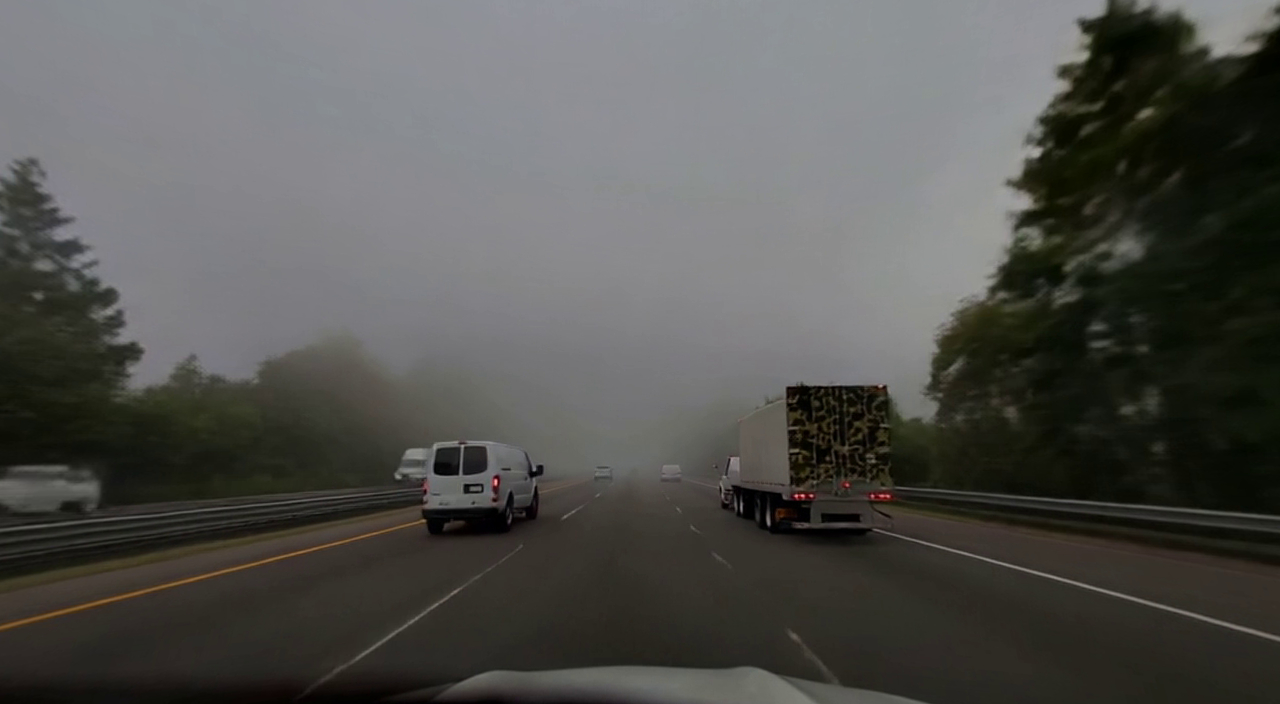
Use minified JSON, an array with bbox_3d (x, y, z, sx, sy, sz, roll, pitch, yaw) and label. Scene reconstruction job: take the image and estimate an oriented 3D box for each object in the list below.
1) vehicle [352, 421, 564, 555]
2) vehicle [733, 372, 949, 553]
[{"bbox_3d":[-3.007,2.476,11.942,2.378,1.930,5.086,1,-10,1],"label":"vehicle"},{"bbox_3d":[3.744,2.307,13.192,2.703,2.988,5.097,1,-10,-1],"label":"vehicle"}]
